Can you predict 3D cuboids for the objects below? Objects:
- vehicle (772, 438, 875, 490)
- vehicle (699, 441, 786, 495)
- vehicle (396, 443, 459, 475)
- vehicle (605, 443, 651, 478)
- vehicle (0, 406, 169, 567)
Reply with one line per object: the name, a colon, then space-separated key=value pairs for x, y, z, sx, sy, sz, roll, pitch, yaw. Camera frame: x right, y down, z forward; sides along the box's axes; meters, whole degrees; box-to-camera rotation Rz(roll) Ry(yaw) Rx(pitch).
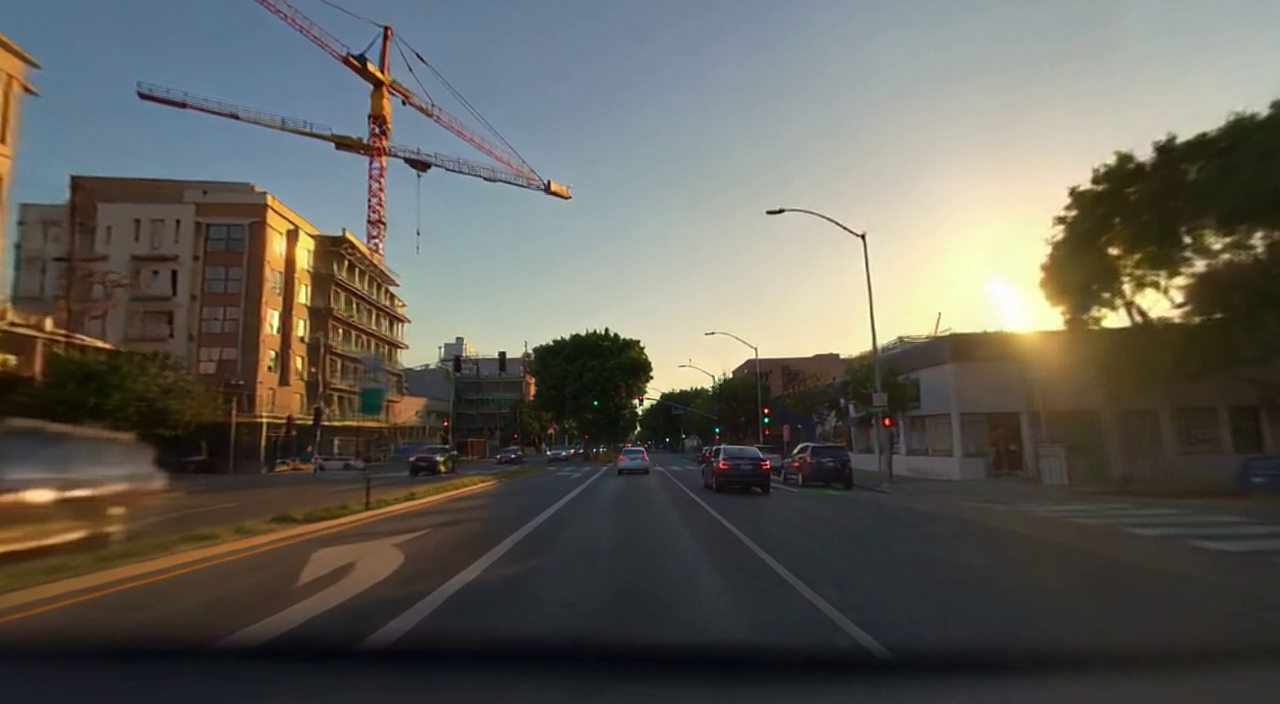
vehicle: x=7.229 y=4.465 z=25.655 sx=2.317 sy=1.852 sz=5.530 roll=0 pitch=-9 yaw=-2
vehicle: x=3.075 y=3.561 z=19.753 sx=1.910 sy=1.474 sz=4.003 roll=0 pitch=-9 yaw=-2
vehicle: x=-11.996 y=6.045 z=35.963 sx=1.975 sy=1.714 sz=4.638 roll=0 pitch=-9 yaw=0
vehicle: x=-0.550 y=5.049 z=29.658 sx=2.006 sy=1.487 sz=3.535 roll=0 pitch=-9 yaw=-1
vehicle: x=-8.416 y=1.575 z=7.374 sx=2.111 sy=1.832 sz=4.778 roll=0 pitch=-9 yaw=0
